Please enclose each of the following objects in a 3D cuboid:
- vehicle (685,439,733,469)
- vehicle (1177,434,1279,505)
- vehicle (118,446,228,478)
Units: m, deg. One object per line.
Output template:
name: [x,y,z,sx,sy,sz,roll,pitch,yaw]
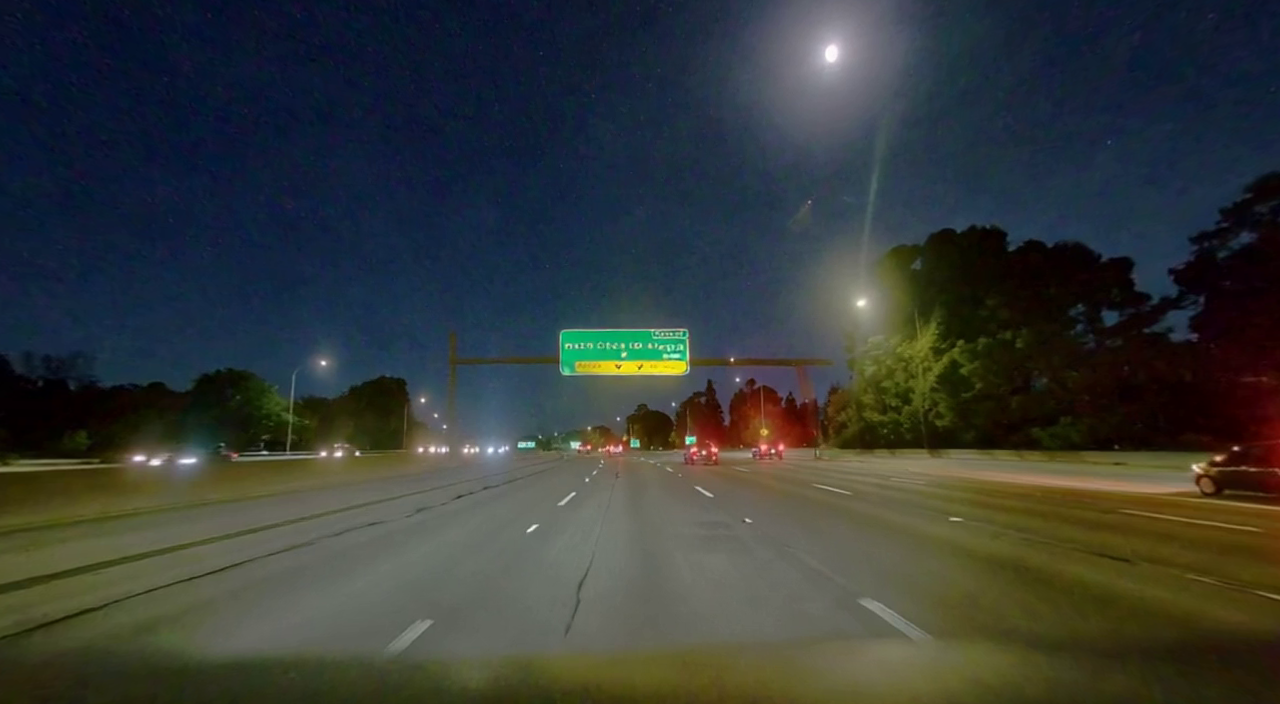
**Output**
vehicle: [3.855,5.767,35.742,1.975,1.562,3.823,1,-9,-5]
vehicle: [14.397,2.459,13.173,1.899,1.475,4.905,0,-9,-2]
vehicle: [-24.603,5.786,33.469,2.194,1.555,4.856,0,-9,-1]
